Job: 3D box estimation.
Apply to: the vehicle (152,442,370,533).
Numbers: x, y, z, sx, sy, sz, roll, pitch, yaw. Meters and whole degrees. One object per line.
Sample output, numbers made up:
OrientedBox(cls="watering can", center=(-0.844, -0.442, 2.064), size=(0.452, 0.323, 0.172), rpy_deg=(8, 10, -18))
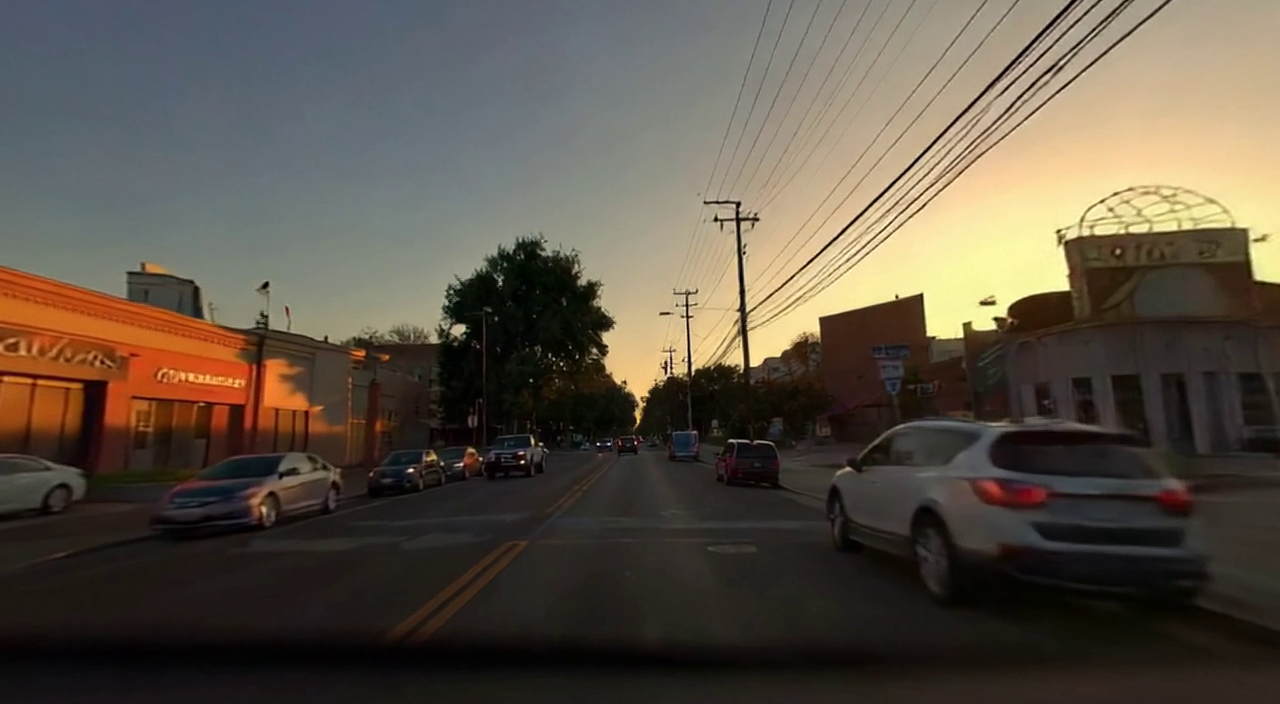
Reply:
OrientedBox(cls="vehicle", center=(-8.447, 2.998, 14.847), size=(2.113, 1.665, 5.062), rpy_deg=(0, -8, -2))

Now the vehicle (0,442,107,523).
OrientedBox(cls="vehicle", center=(-14.837, 2.845, 13.788), size=(1.969, 1.741, 5.148), rpy_deg=(0, -9, -1))

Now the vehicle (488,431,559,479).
OrientedBox(cls="vehicle", center=(-5.209, 4.655, 28.737), size=(2.152, 1.918, 4.217), rpy_deg=(-3, -8, 4))

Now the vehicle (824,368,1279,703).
OrientedBox(cls="vehicle", center=(3.471, 1.398, 6.008), size=(2.025, 1.843, 4.883), rpy_deg=(0, -9, 1))

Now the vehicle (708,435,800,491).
OrientedBox(cls="vehicle", center=(3.557, 3.559, 20.707), size=(2.136, 1.586, 4.919), rpy_deg=(0, -8, 1))

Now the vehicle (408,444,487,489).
OrientedBox(cls="vehicle", center=(-8.323, 4.942, 27.850), size=(1.791, 1.622, 5.056), rpy_deg=(-2, -7, 2))

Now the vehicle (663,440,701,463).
OrientedBox(cls="vehicle", center=(3.038, 7.023, 44.732), size=(2.261, 1.503, 4.695), rpy_deg=(-2, -8, 8))
